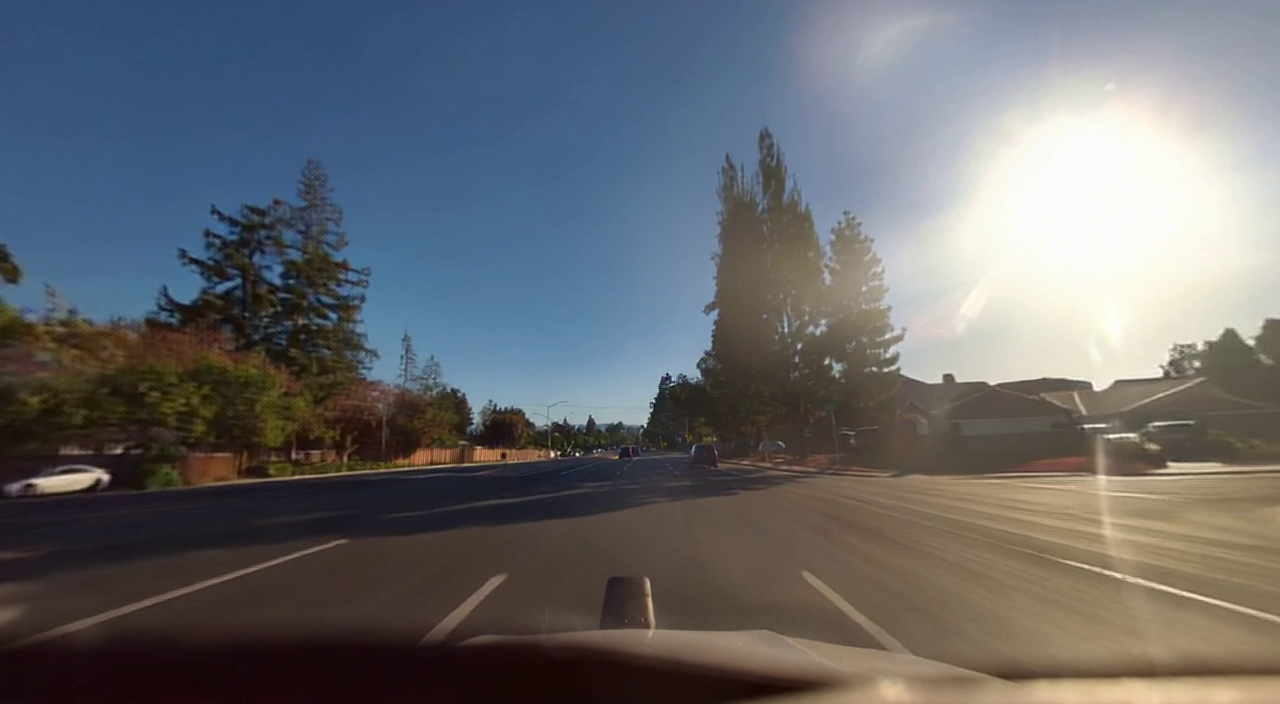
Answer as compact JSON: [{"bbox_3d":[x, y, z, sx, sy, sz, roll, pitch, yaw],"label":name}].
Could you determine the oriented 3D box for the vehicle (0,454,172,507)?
[{"bbox_3d":[-17.425,3.905,19.417,4.351,1.489,1.890,1,-8,-5],"label":"vehicle"}]

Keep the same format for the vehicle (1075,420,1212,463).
[{"bbox_3d":[25.272,4.565,32.045,2.198,1.973,5.805,0,-8,0],"label":"vehicle"}]

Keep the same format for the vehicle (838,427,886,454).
[{"bbox_3d":[15.921,6.387,45.446,2.084,1.868,5.067,-1,-8,6],"label":"vehicle"}]

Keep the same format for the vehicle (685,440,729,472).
[{"bbox_3d":[3.974,6.187,37.871,2.114,1.780,4.445,0,-8,0],"label":"vehicle"}]
